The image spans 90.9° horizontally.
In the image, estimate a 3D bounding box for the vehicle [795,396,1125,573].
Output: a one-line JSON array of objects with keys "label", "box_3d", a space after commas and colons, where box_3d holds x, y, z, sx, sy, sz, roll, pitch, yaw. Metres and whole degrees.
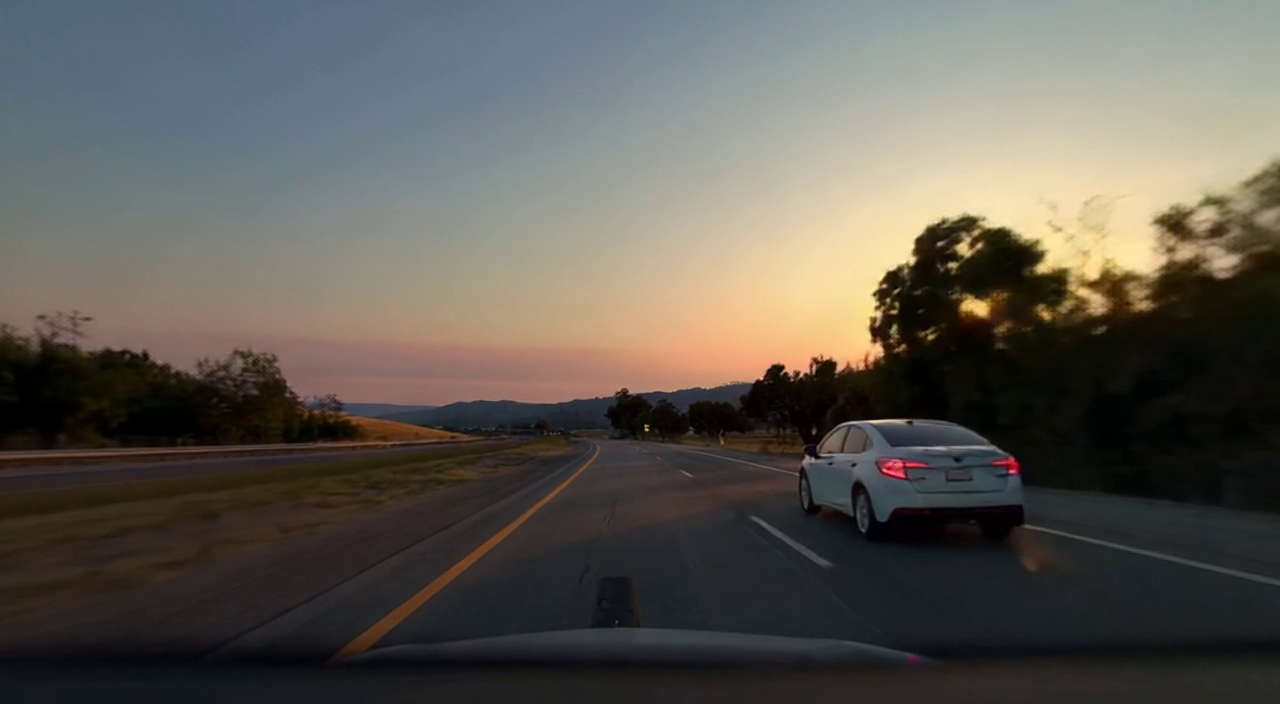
[{"label": "vehicle", "box_3d": [3.548, 1.524, 8.089, 1.941, 1.655, 4.137, 0, -8, -2]}]
